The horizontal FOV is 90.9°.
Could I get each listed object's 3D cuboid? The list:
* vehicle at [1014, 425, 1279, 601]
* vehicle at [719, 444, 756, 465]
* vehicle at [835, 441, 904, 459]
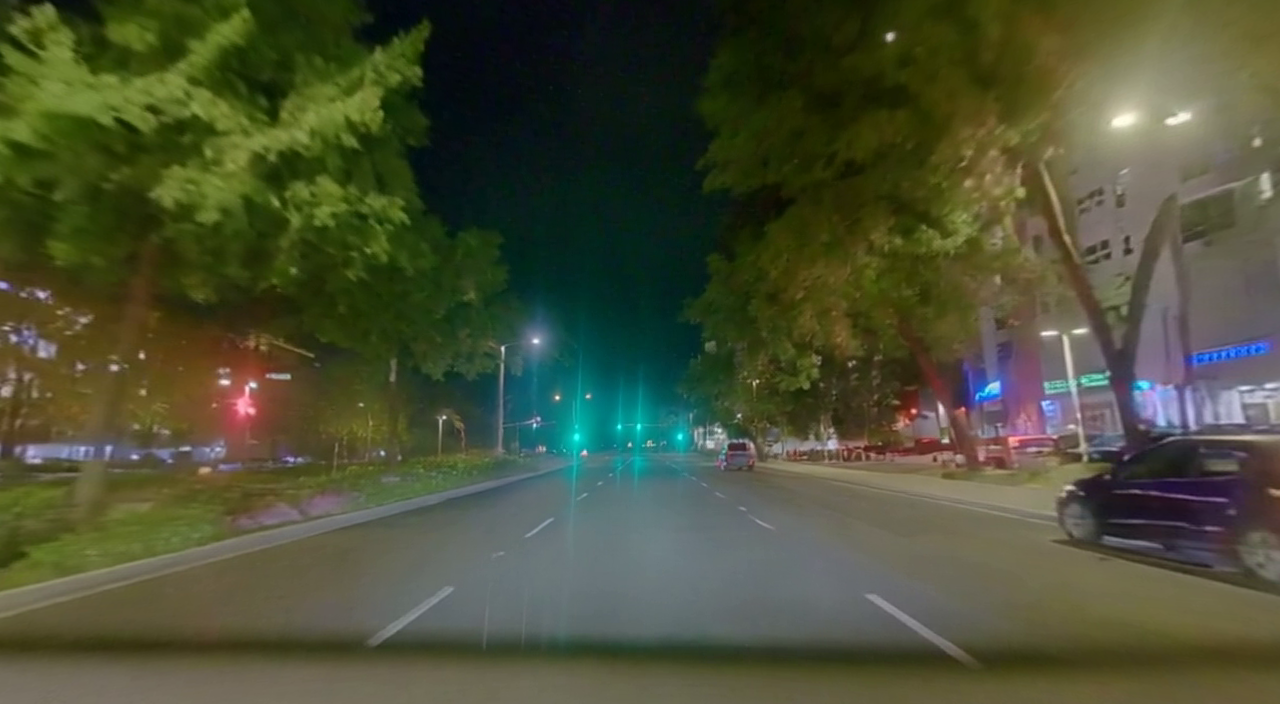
[{"bbox_3d":[6.970,1.718,7.444,2.122,1.602,4.928,0,-8,1],"label":"vehicle"},{"bbox_3d":[7.284,7.661,47.328,2.054,1.530,4.478,0,-8,0],"label":"vehicle"},{"bbox_3d":[16.703,7.157,45.966,4.272,1.227,1.926,-1,-8,0],"label":"vehicle"}]
